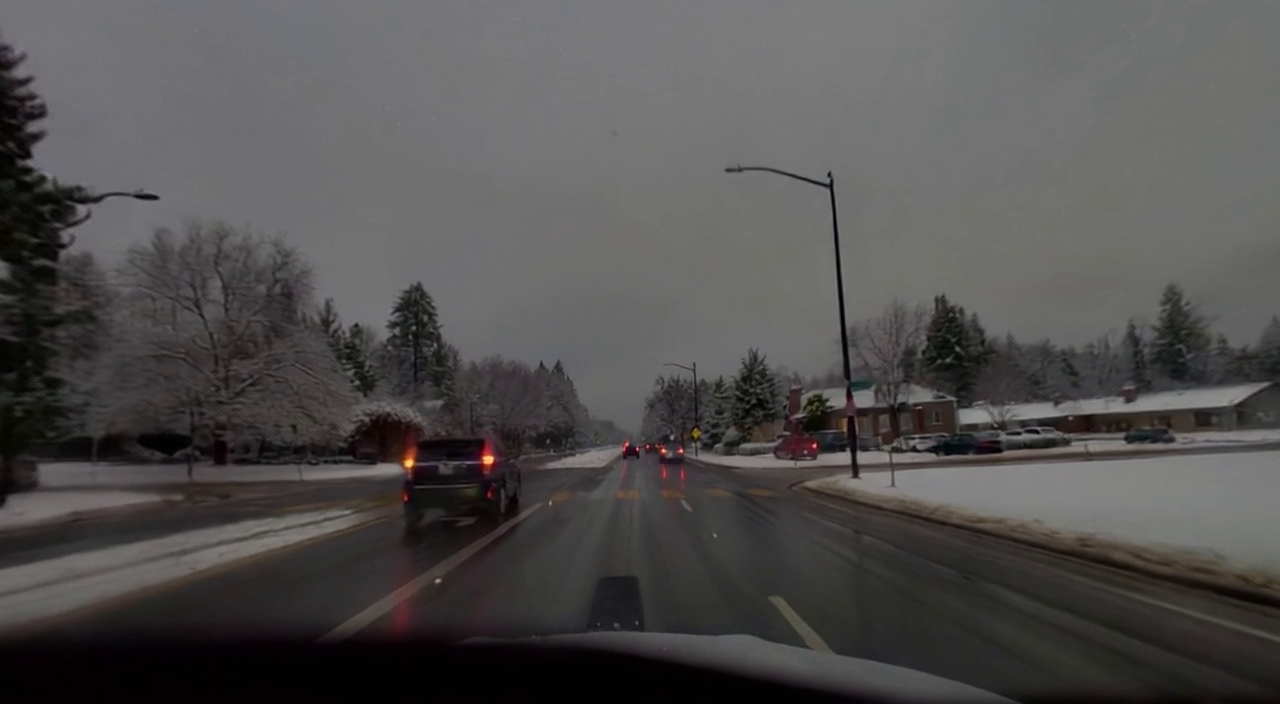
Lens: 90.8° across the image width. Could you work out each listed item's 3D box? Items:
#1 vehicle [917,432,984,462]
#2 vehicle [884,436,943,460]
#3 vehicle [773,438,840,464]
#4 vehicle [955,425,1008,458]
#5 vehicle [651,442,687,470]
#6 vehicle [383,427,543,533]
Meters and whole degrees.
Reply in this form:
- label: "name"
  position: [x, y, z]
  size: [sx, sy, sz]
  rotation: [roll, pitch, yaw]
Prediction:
- label: "vehicle"
  position: [18.747, 5.698, 38.033]
  size: [2.150, 1.659, 4.678]
  rotation: [-8, -12, 44]
- label: "vehicle"
  position: [18.164, 6.359, 41.837]
  size: [2.106, 1.460, 4.389]
  rotation: [-8, -11, 43]
- label: "vehicle"
  position: [10.471, 6.248, 39.970]
  size: [1.903, 1.569, 3.751]
  rotation: [6, -10, -34]
- label: "vehicle"
  position: [23.138, 6.048, 42.704]
  size: [2.117, 1.987, 4.418]
  rotation: [-10, -12, 39]
- label: "vehicle"
  position: [1.728, 6.418, 39.248]
  size: [2.003, 1.614, 4.072]
  rotation: [0, -8, -1]
- label: "vehicle"
  position: [-3.266, 2.444, 12.834]
  size: [2.205, 1.706, 4.904]
  rotation: [1, -8, -5]
